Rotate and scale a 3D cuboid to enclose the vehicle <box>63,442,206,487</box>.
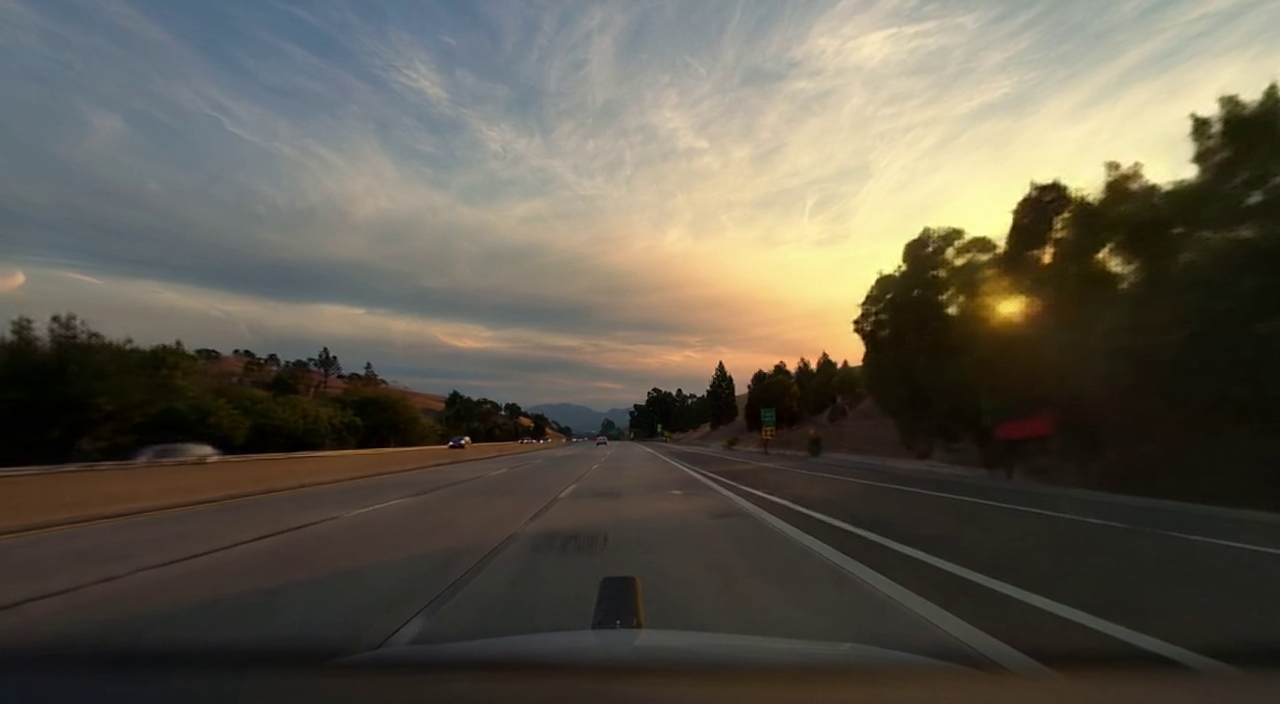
[{"bbox_3d":[-19.321,4.287,24.345,1.852,1.531,4.466,0,-8,0],"label":"vehicle"}]
